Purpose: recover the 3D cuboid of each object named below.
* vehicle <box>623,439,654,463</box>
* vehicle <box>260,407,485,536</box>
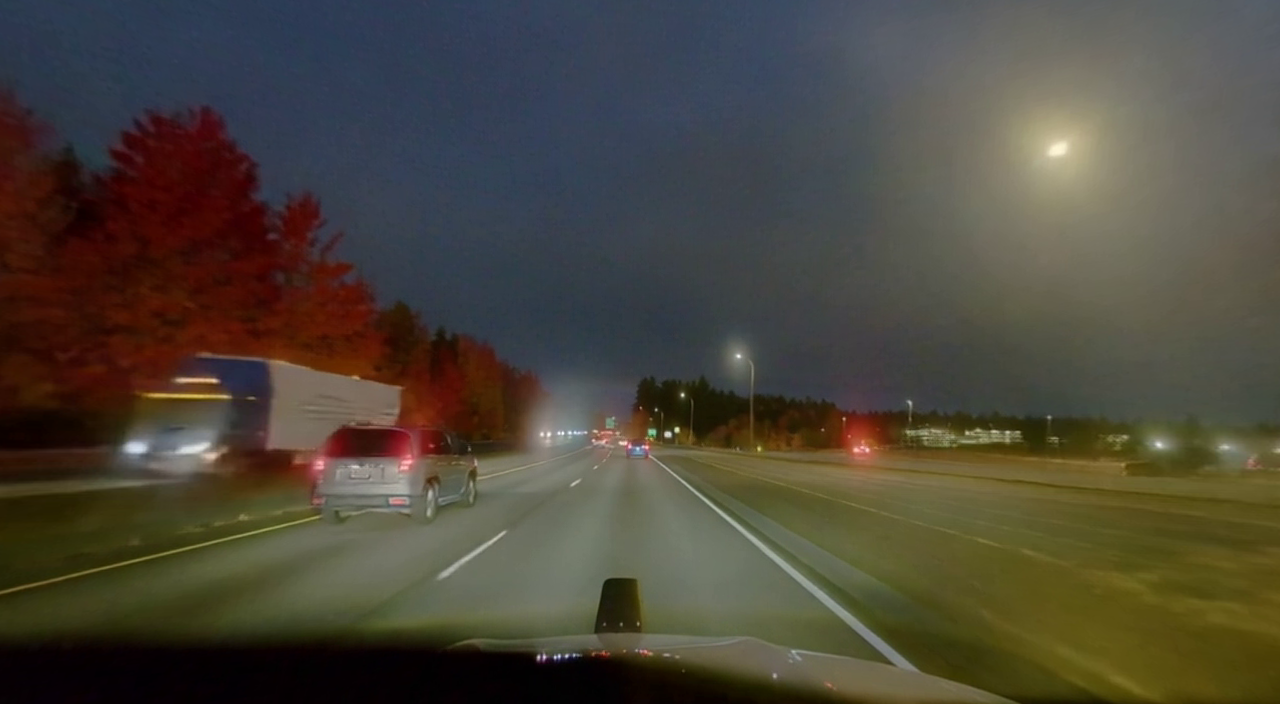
[{"bbox_3d":[-0.120,6.483,41.413,1.939,1.497,3.863,0,-8,0],"label":"vehicle"},{"bbox_3d":[-4.144,1.925,10.666,1.924,1.720,4.195,0,-8,0],"label":"vehicle"}]
